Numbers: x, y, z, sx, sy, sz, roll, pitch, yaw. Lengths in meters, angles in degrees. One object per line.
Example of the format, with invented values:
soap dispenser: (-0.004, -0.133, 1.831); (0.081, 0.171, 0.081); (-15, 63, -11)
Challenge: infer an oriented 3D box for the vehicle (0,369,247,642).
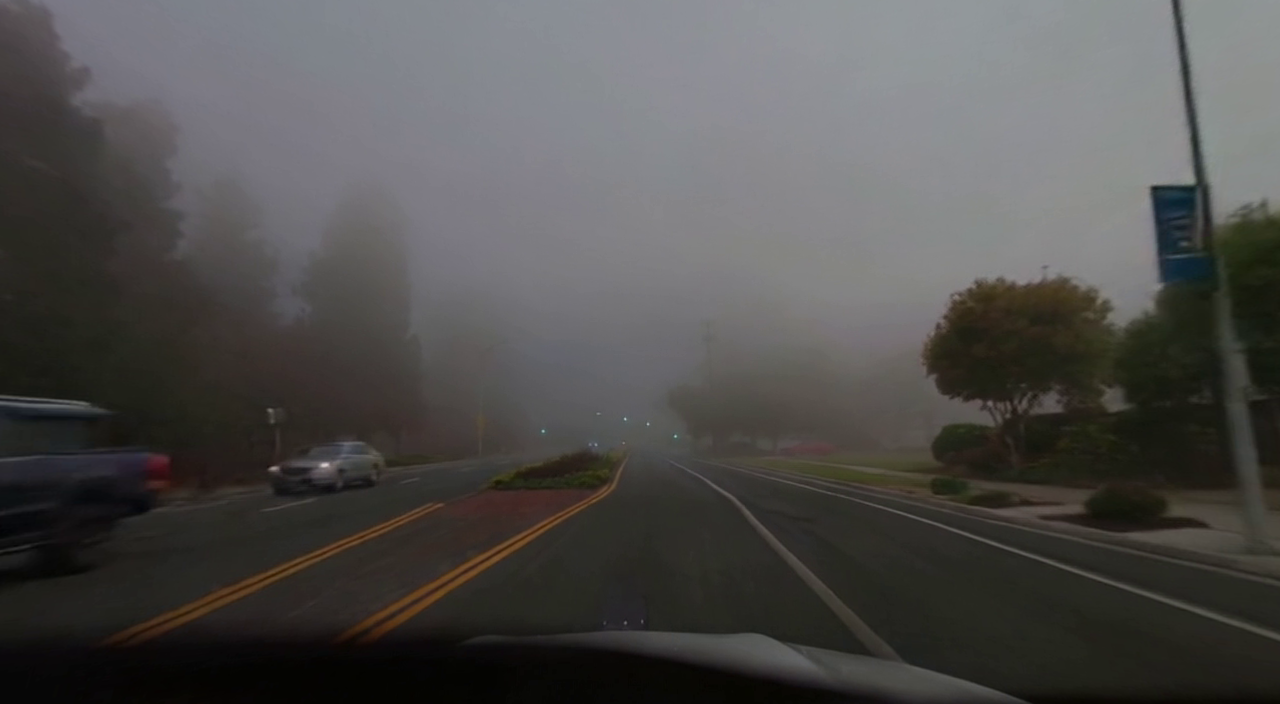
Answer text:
vehicle: (-5.236, 1.057, 4.435); (2.128, 1.753, 4.516); (0, -8, -2)

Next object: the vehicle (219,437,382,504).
vehicle: (-8.800, 3.078, 16.918); (2.066, 1.468, 4.558); (-1, -8, -3)
